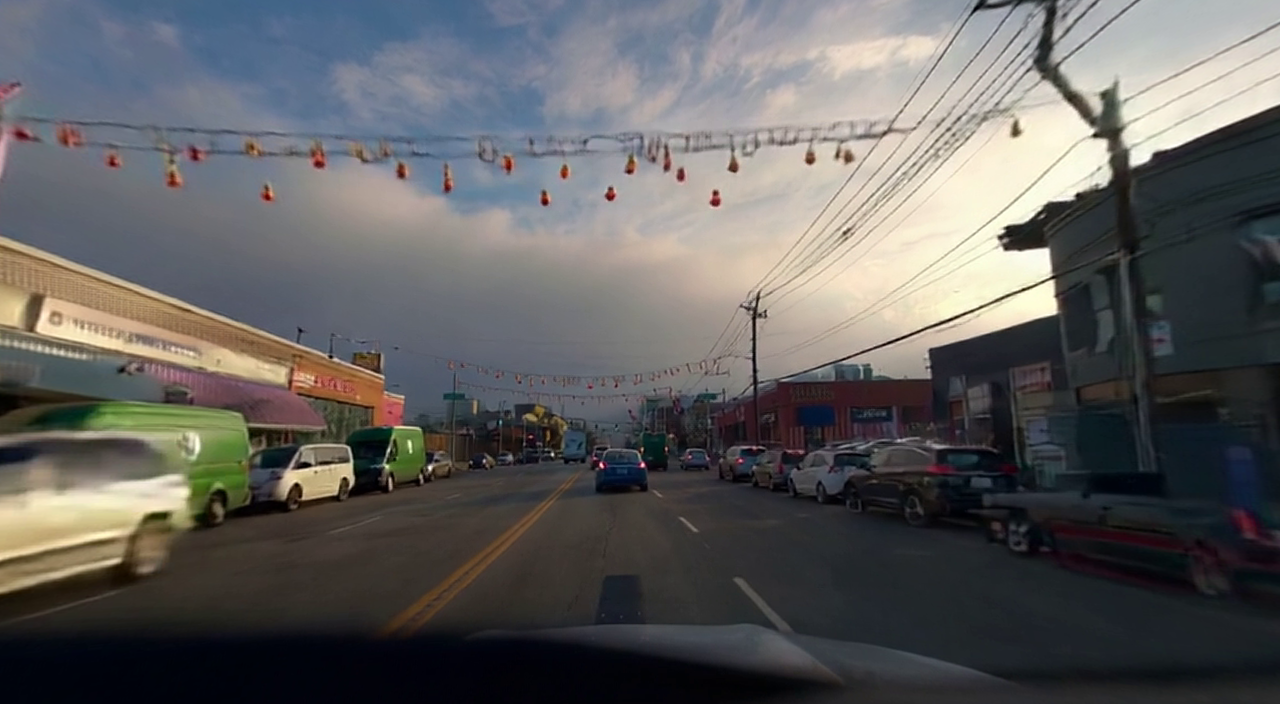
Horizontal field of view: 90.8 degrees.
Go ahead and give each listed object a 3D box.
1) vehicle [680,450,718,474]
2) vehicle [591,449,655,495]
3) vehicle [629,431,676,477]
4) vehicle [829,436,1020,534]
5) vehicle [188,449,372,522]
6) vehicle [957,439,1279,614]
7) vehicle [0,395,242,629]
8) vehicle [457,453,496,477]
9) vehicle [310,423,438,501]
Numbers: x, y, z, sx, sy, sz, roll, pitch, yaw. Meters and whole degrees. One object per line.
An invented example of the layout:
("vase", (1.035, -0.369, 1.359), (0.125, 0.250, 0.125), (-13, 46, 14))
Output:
("vehicle", (3.989, 7.512, 43.391), (1.824, 1.481, 4.057), (1, -8, -6))
("vehicle", (-0.702, 4.303, 23.056), (2.112, 1.464, 4.411), (0, -8, -4))
("vehicle", (0.862, 6.287, 39.293), (2.649, 2.583, 5.800), (-1, -8, 3))
("vehicle", (5.677, 2.665, 13.363), (1.876, 1.692, 4.492), (0, -8, -1))
("vehicle", (-10.113, 3.750, 18.492), (2.256, 1.722, 5.644), (0, -8, -3))
("vehicle", (5.802, 1.820, 7.533), (1.943, 1.507, 3.816), (0, -8, -2))
("vehicle", (-6.598, 1.463, 6.055), (2.456, 1.935, 4.769), (0, -8, -1))
("vehicle", (-11.941, 8.251, 46.328), (1.962, 1.529, 4.109), (1, -8, -3))
("vehicle", (-10.348, 4.319, 25.299), (2.724, 2.739, 5.663), (0, -8, -1))
